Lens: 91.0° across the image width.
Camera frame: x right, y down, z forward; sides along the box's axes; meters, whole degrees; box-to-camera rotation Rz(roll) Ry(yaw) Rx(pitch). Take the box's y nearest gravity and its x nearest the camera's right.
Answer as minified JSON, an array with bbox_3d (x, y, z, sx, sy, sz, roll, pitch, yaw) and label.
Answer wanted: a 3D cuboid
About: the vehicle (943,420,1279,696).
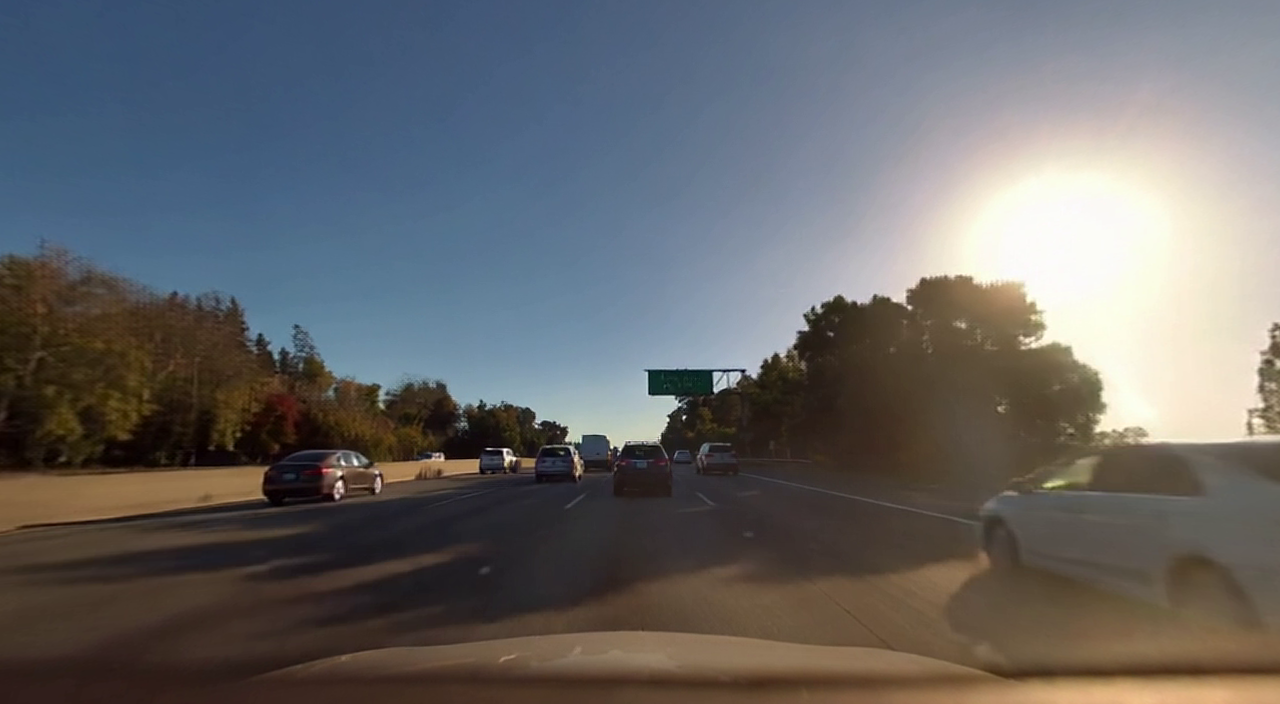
[{"bbox_3d":[4.460,1.319,4.781,2.006,1.474,4.669,0,-9,0],"label":"vehicle"}]

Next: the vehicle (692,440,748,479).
[{"bbox_3d":[4.017,5.513,32.681,2.175,1.830,5.173,0,-9,-1],"label":"vehicle"}]

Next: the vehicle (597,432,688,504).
[{"bbox_3d":[0.096,3.136,17.421,2.223,1.722,4.177,0,-9,1],"label":"vehicle"}]

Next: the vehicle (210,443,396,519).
[{"bbox_3d":[-7.728,2.963,15.070,1.927,1.514,4.474,0,-9,0],"label":"vehicle"}]

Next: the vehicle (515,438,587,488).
[{"bbox_3d":[-3.427,4.363,25.098,2.142,1.808,4.266,0,-9,1],"label":"vehicle"}]

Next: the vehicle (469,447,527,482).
[{"bbox_3d":[-7.084,5.647,31.883,1.931,1.617,4.060,0,-9,1],"label":"vehicle"}]

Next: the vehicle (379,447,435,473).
[{"bbox_3d":[-16.488,7.601,44.792,2.096,1.725,4.835,0,-9,0],"label":"vehicle"}]
